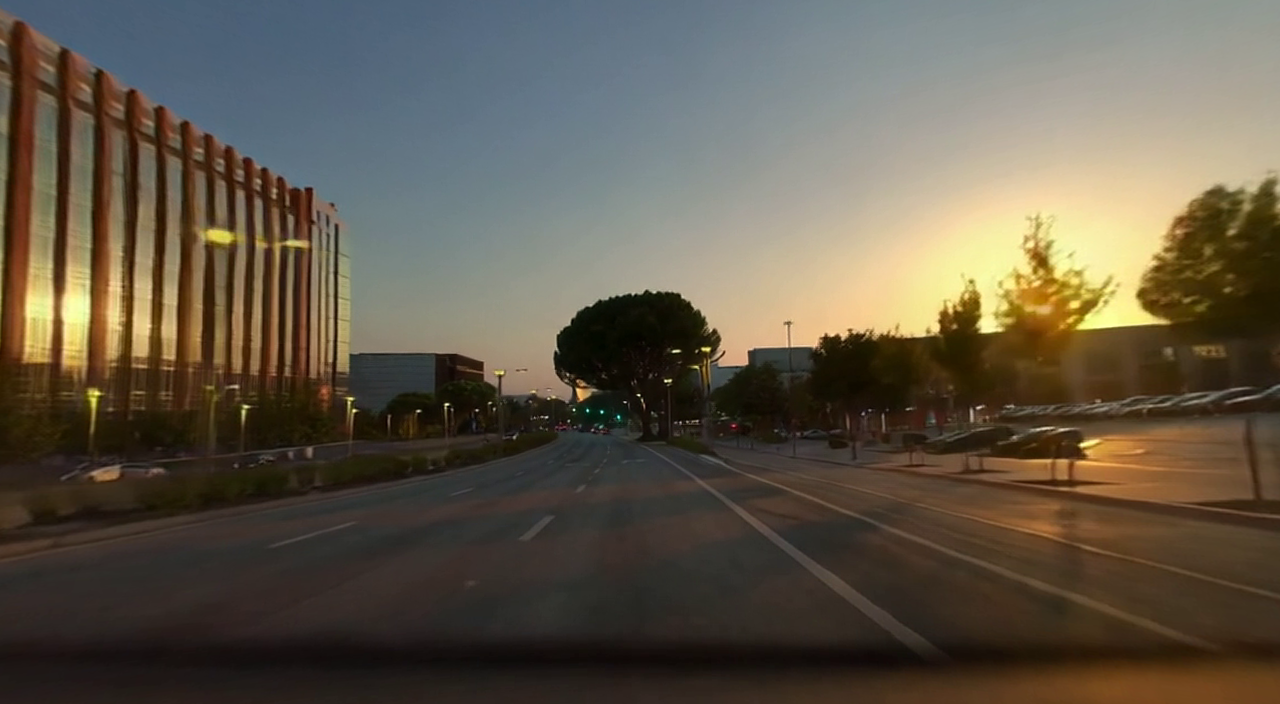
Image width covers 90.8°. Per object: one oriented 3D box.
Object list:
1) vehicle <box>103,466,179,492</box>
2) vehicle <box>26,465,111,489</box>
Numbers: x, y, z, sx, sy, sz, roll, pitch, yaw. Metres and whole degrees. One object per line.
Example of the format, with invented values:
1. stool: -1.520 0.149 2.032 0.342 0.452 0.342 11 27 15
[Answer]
1. vehicle: -32.980 8.367 41.888 1.743 1.435 4.183 -1 -9 -2
2. vehicle: -38.492 8.427 42.679 3.676 1.439 2.028 4 -9 -24
